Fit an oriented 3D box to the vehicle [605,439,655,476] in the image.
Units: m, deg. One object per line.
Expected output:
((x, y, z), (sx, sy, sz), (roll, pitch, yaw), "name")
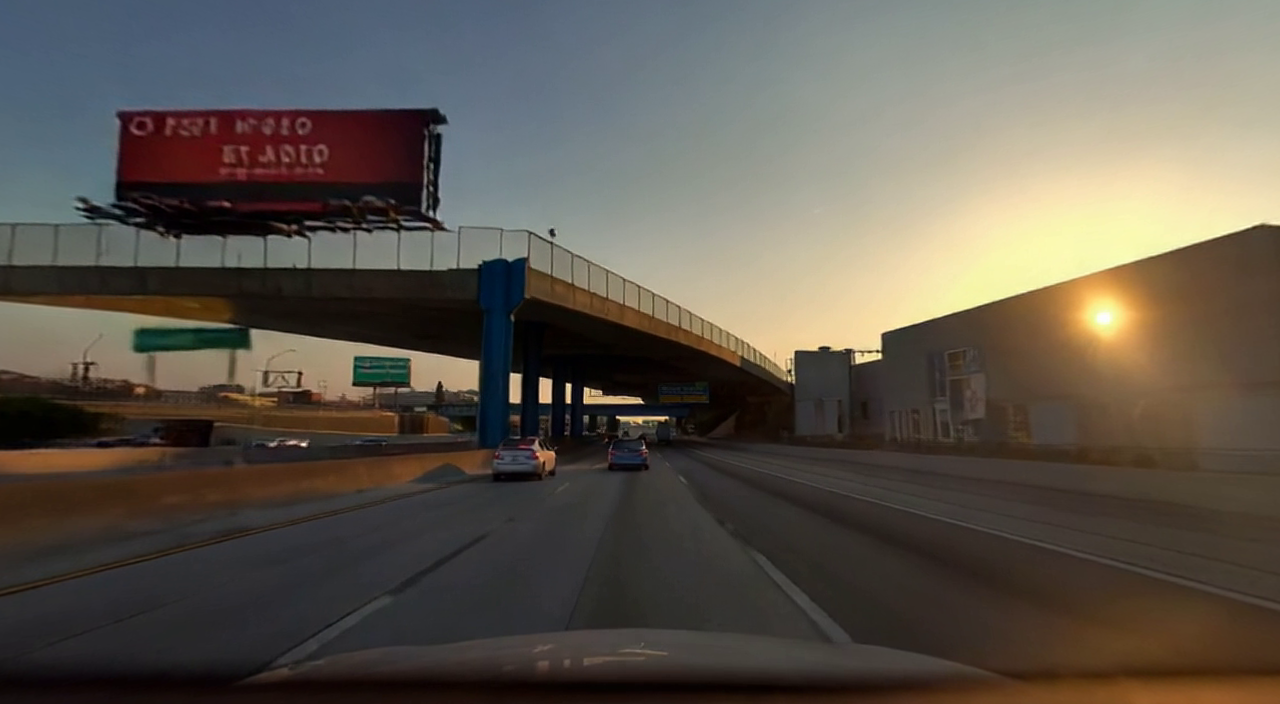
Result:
((-0.372, 4.276, 25.788), (1.877, 1.386, 3.872), (0, -8, 0), "vehicle")

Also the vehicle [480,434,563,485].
((-4.019, 3.710, 22.122), (2.064, 1.589, 4.213), (0, -8, 1), "vehicle")

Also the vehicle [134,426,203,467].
((-32.407, 6.477, 43.443), (2.120, 2.646, 3.194), (-2, -8, 2), "vehicle")

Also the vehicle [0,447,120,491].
((-28.848, 5.681, 31.105), (2.051, 1.965, 4.929), (0, -8, 1), "vehicle")
